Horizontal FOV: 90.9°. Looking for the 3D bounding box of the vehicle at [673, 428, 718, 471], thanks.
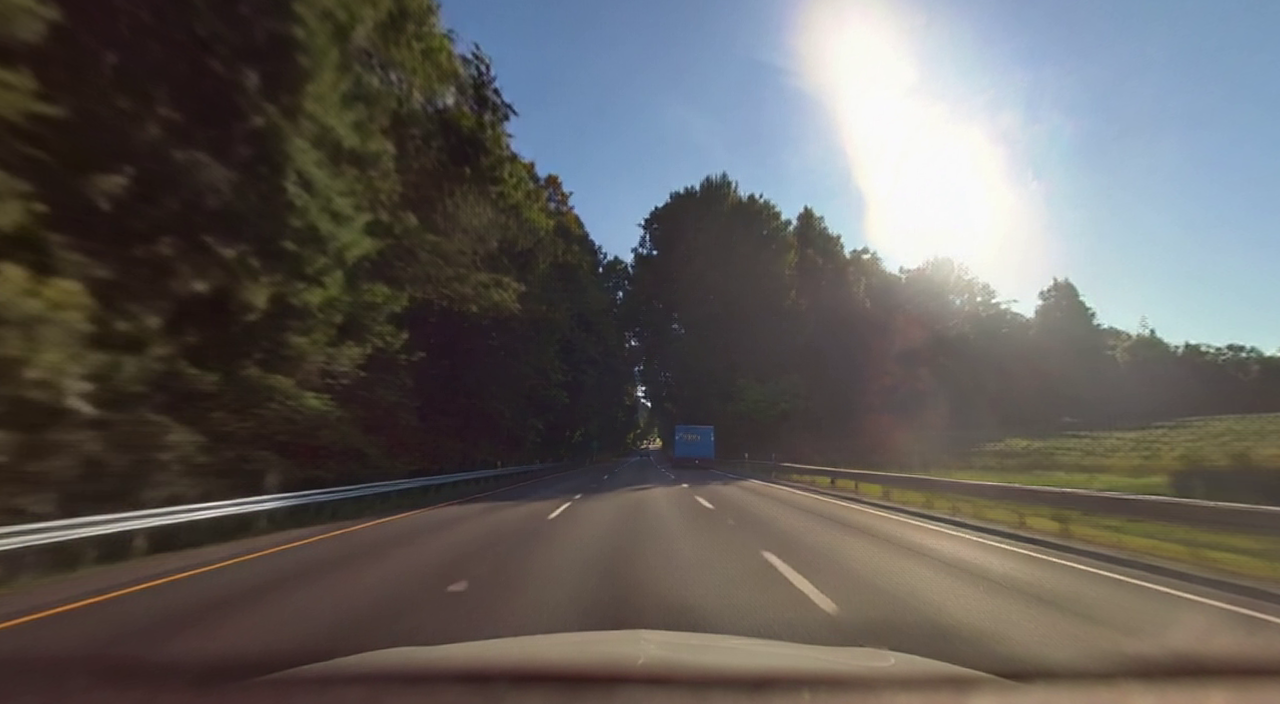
[{"bbox_3d":[3.806,6.949,44.760,2.572,2.795,5.978,0,-9,-1],"label":"vehicle"}]
